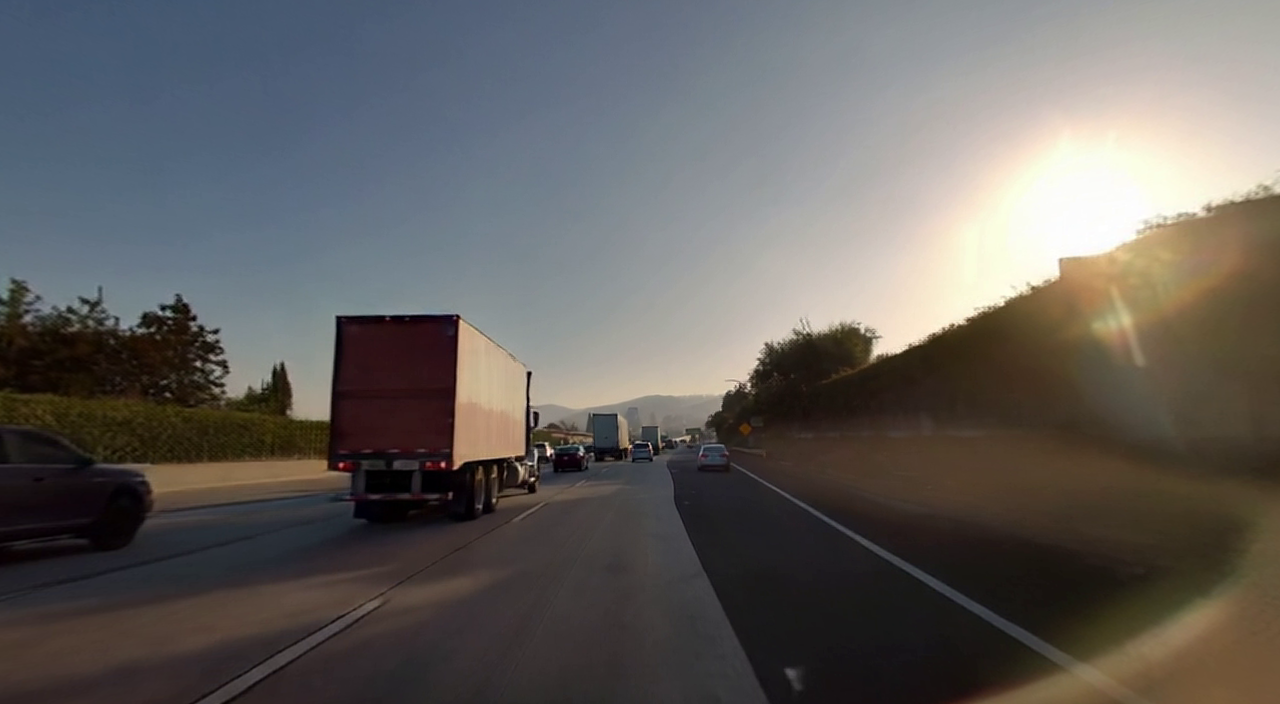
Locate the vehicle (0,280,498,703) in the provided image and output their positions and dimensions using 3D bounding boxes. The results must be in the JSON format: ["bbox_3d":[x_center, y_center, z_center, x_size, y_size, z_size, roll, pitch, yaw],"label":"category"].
[{"bbox_3d":[-3.980,0.843,3.242,3.050,1.964,15.030,0,-9,0],"label":"vehicle"}]

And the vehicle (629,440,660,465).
[{"bbox_3d":[0.322,7.886,49.842,2.325,1.864,4.128,0,-8,0],"label":"vehicle"}]

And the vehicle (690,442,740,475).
[{"bbox_3d":[3.641,5.249,31.333,2.176,1.493,3.955,-1,-8,3],"label":"vehicle"}]

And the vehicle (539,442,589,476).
[{"bbox_3d":[-3.740,5.375,31.933,1.866,1.568,4.603,0,-8,1],"label":"vehicle"}]
